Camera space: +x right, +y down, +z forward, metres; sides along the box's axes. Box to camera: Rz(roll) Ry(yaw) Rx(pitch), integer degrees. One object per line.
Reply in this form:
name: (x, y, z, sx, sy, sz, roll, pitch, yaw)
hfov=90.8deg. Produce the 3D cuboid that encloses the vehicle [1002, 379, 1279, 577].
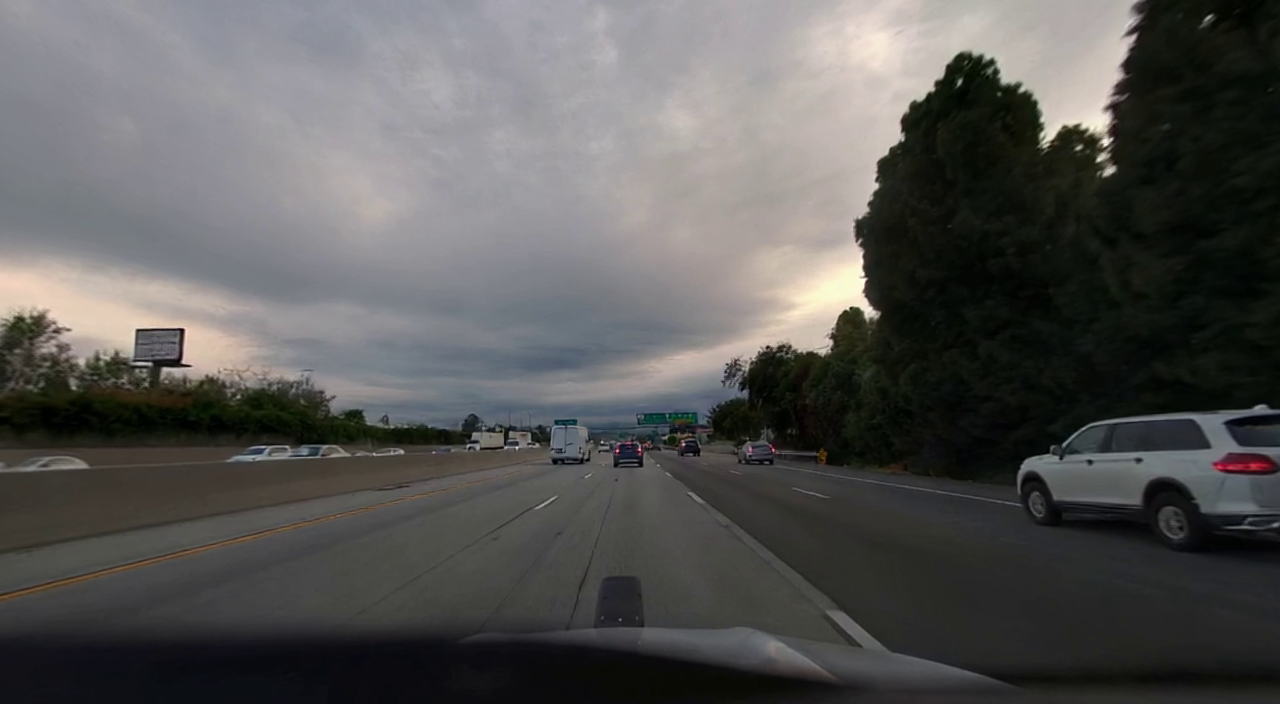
vehicle: (7.409, 1.591, 8.529, 2.077, 1.955, 4.817, 0, -9, -1)

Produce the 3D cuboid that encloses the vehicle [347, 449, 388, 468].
vehicle: (-21.390, 8.343, 49.631, 1.691, 1.389, 3.359, 0, -9, 0)

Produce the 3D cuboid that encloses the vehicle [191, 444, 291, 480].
vehicle: (-17.610, 4.838, 28.109, 2.002, 1.476, 3.730, 0, -9, -1)

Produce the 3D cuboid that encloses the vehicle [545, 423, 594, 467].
vehicle: (-4.434, 6.022, 40.783, 2.398, 2.593, 5.808, 0, -9, 0)

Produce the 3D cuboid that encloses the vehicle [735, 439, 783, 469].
vehicle: (7.027, 6.056, 37.680, 1.944, 1.666, 4.184, 0, -9, -2)

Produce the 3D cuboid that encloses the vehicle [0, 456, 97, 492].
vehicle: (-25.283, 5.098, 26.628, 1.663, 1.370, 3.443, 0, -9, -1)

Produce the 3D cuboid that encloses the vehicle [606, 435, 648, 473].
vehicle: (-0.619, 5.189, 32.346, 2.002, 1.759, 4.658, 0, -8, 0)
